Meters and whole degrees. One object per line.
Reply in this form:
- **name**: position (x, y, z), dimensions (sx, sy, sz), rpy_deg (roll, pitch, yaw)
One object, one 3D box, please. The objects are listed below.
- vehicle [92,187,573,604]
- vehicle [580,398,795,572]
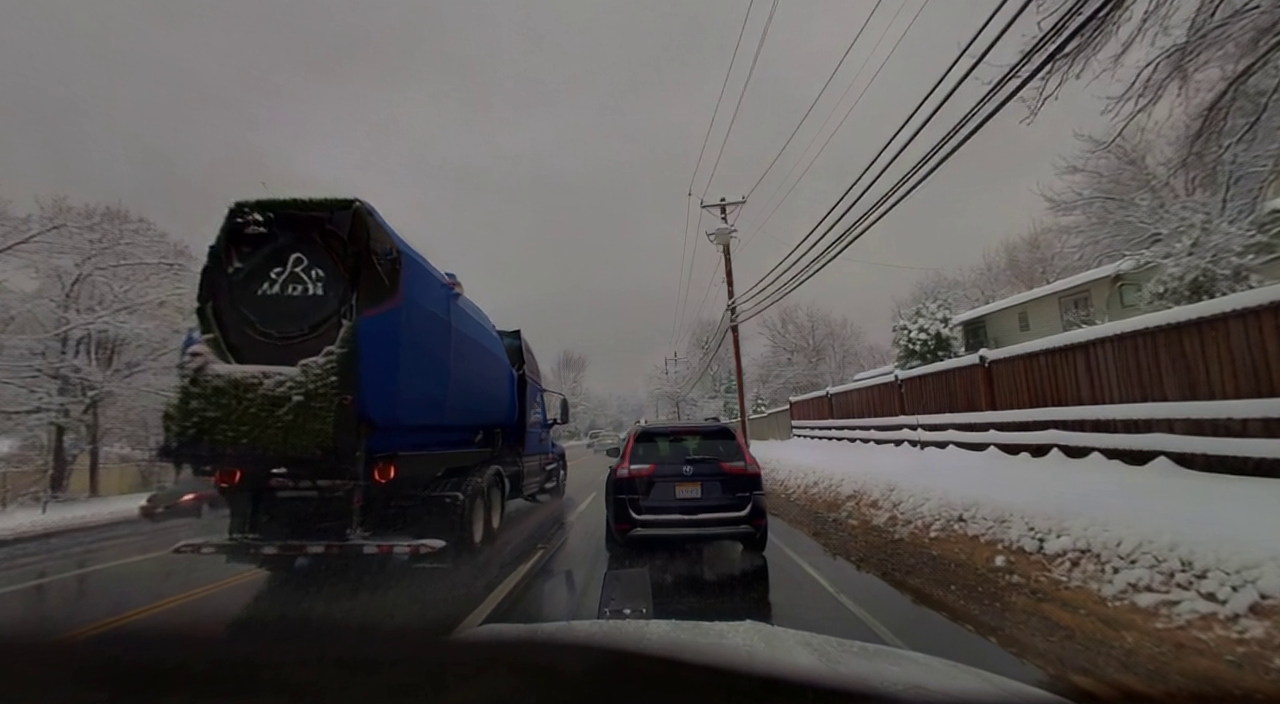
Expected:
- **vehicle**: position (-3.079, 0.964, 9.981), dimensions (2.928, 3.658, 8.980), rpy_deg (0, -9, 1)
- **vehicle**: position (0.454, 1.659, 8.529), dimensions (2.174, 1.749, 4.113), rpy_deg (0, -9, -1)
